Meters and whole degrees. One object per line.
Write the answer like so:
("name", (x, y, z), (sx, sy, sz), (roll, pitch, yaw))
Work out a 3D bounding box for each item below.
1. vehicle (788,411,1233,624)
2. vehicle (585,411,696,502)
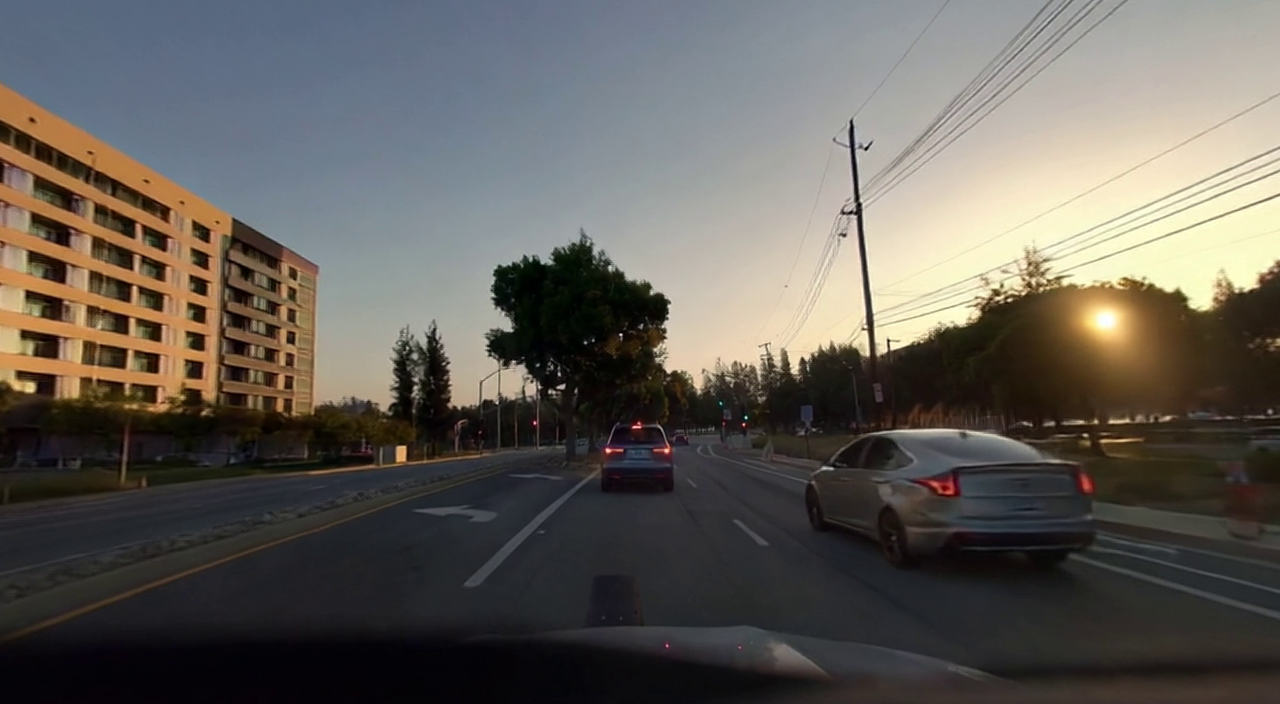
("vehicle", (3.168, 1.500, 6.815), (1.990, 1.482, 4.575), (0, -8, 0))
("vehicle", (0.014, 2.392, 14.761), (2.189, 1.776, 4.342), (0, -8, 0))
